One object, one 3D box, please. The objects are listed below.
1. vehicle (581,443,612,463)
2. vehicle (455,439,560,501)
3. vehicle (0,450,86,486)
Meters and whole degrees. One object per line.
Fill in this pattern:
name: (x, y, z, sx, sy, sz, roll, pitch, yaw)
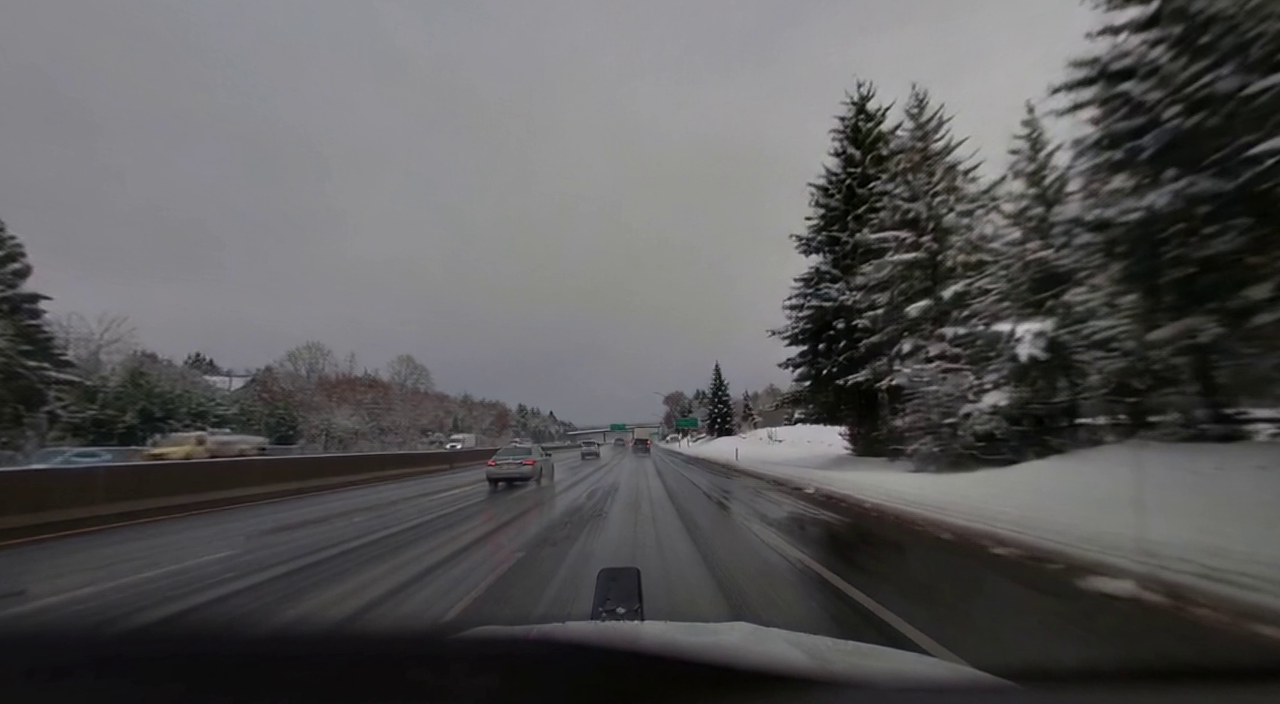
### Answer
vehicle: (-3.327, 7.881, 49.407, 2.086, 1.460, 4.301, 0, -9, 0)
vehicle: (-3.393, 3.104, 17.032, 1.920, 1.463, 4.134, 0, -9, 0)
vehicle: (-32.377, 6.073, 33.385, 1.906, 1.695, 4.579, 0, -9, 1)
